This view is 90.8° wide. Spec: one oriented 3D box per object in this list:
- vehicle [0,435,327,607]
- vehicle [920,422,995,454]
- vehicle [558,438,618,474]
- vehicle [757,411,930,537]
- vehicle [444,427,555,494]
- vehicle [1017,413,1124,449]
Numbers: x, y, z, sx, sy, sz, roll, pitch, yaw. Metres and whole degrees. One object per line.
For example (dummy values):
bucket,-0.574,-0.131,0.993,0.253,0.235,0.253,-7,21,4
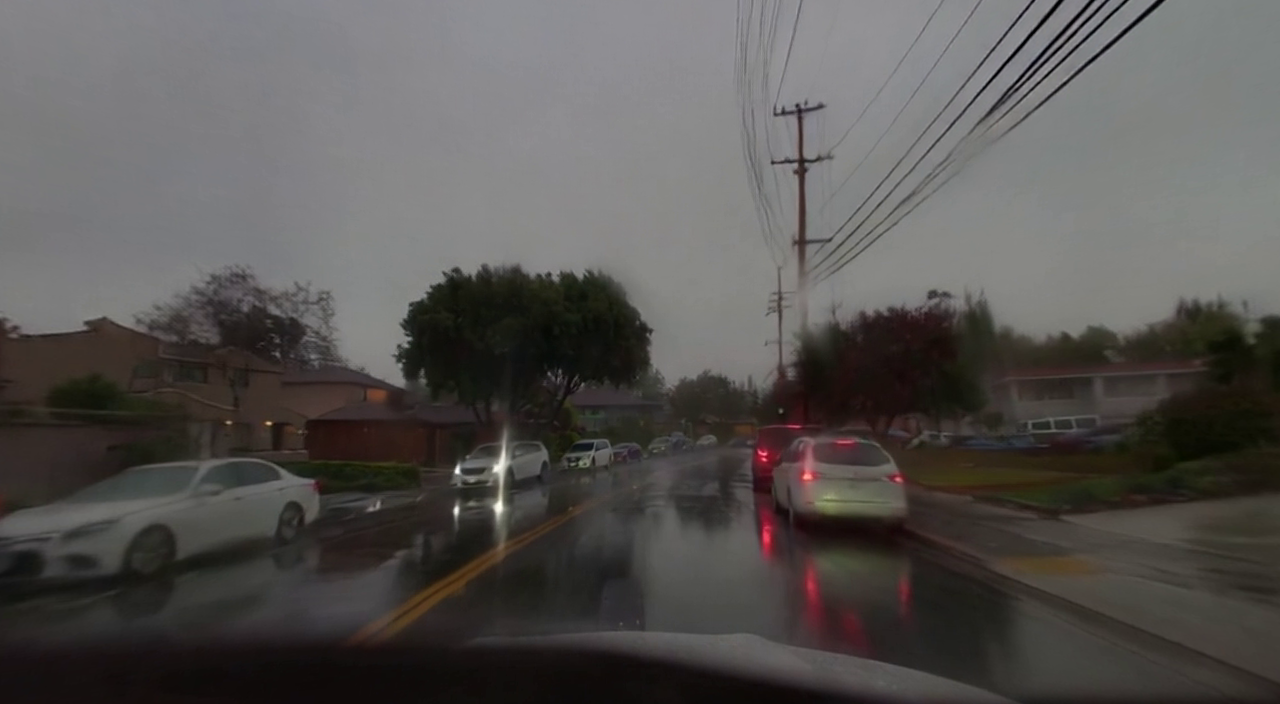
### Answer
vehicle,-7.059,2.230,9.243,2.184,1.751,5.057,-4,-9,3
vehicle,17.596,4.800,35.247,2.079,1.675,3.855,0,-8,-2
vehicle,-2.836,5.832,35.771,2.192,1.873,4.985,-2,-9,9
vehicle,3.441,2.161,11.823,2.032,1.810,5.047,-1,-9,6
vehicle,-4.992,4.031,23.414,2.353,2.037,5.358,-5,-11,6
vehicle,22.911,4.305,33.939,2.253,1.805,4.842,0,-9,-1
